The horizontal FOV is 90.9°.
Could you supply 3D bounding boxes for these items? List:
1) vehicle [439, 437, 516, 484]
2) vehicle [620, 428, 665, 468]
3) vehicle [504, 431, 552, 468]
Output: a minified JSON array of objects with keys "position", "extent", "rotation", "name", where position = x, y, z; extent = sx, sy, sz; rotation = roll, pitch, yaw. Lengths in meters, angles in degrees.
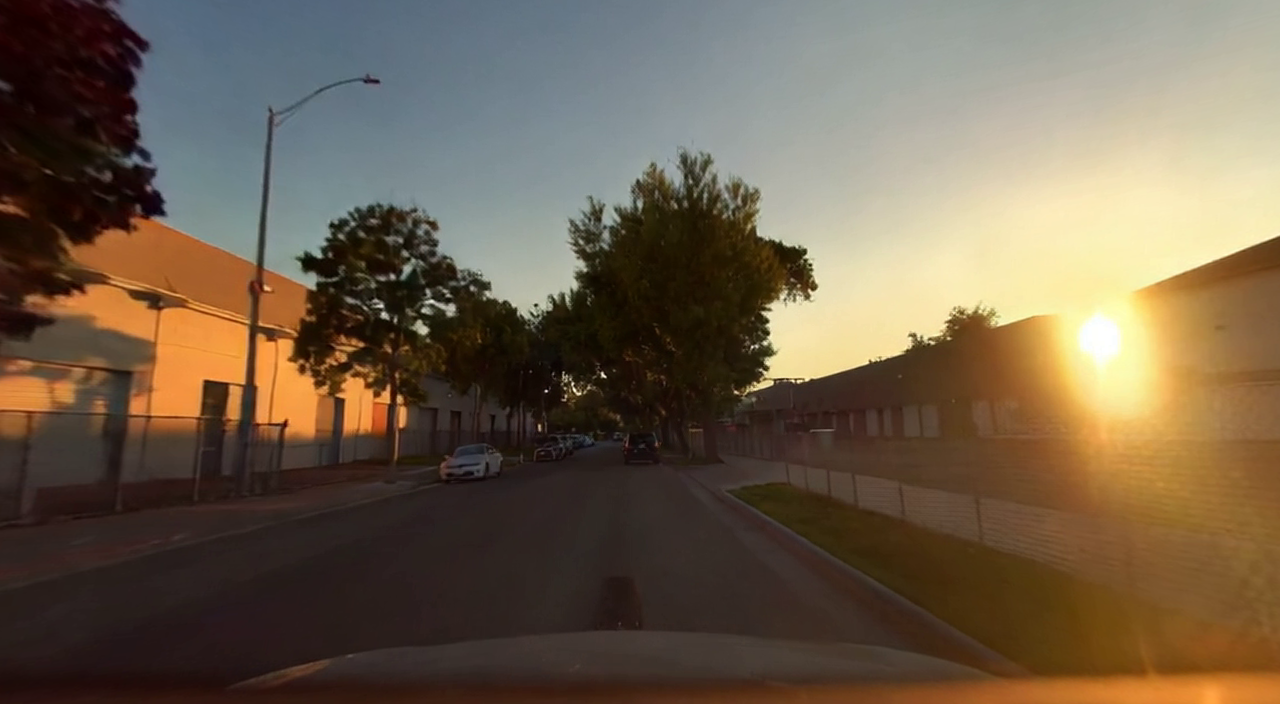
[{"position":[-6.089,4.153,24.086],"extent":[1.938,1.500,4.130],"rotation":[-3,-10,-2],"name":"vehicle"},{"position":[0.108,4.893,32.308],"extent":[2.152,1.874,4.042],"rotation":[0,-8,0],"name":"vehicle"},{"position":[-6.673,5.899,38.052],"extent":[2.005,1.989,4.929],"rotation":[-3,-9,0],"name":"vehicle"}]
